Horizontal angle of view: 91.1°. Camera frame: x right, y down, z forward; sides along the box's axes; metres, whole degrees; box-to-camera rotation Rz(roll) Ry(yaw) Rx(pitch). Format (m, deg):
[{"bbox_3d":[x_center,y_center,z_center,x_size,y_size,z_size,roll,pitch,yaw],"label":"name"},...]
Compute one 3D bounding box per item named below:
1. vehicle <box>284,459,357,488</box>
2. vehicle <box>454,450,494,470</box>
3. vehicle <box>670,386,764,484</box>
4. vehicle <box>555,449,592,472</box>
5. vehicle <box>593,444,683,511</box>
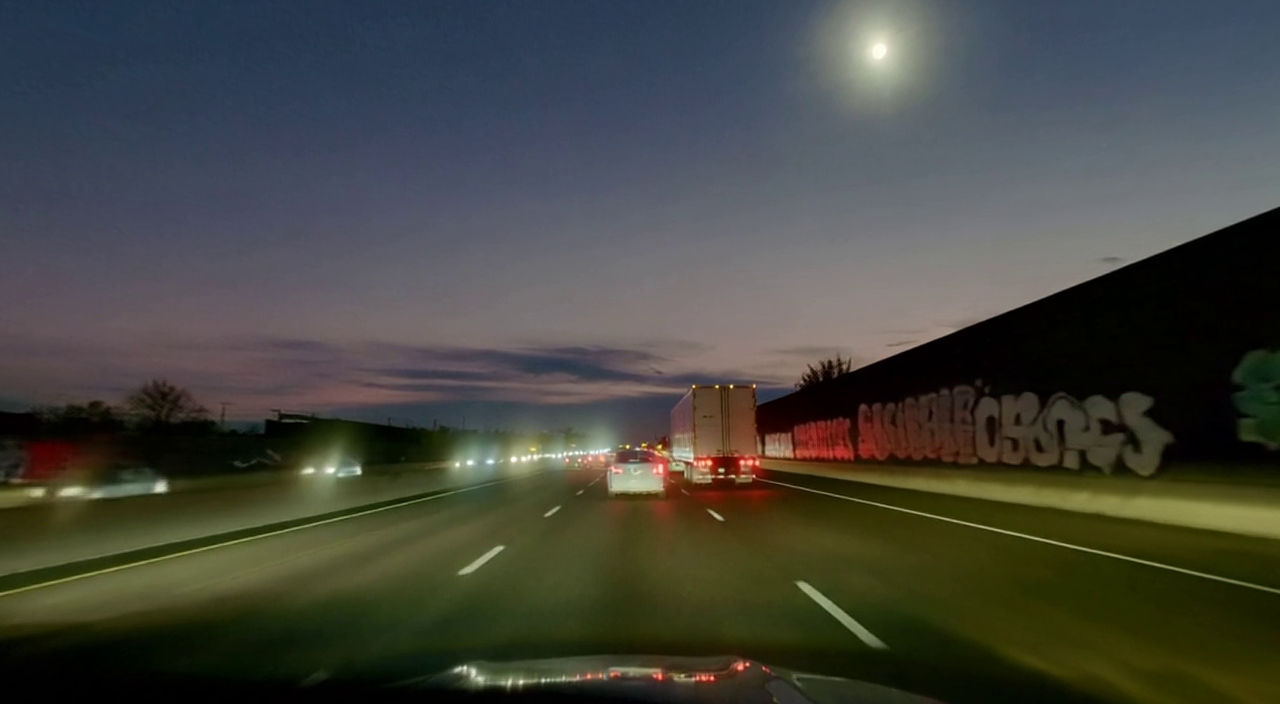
[{"bbox_3d":[-17.880,6.811,35.465,1.738,1.426,4.342,-1,-9,2],"label":"vehicle"},{"bbox_3d":[-12.915,8.400,49.203,1.927,1.477,4.508,-1,-9,0],"label":"vehicle"},{"bbox_3d":[3.505,4.523,33.243,2.902,4.014,14.446,0,-9,-1],"label":"vehicle"},{"bbox_3d":[-4.464,7.337,42.780,2.067,1.481,4.085,-1,-9,1],"label":"vehicle"},{"bbox_3d":[-0.092,3.169,16.351,2.033,1.468,4.015,0,-9,-1],"label":"vehicle"}]
